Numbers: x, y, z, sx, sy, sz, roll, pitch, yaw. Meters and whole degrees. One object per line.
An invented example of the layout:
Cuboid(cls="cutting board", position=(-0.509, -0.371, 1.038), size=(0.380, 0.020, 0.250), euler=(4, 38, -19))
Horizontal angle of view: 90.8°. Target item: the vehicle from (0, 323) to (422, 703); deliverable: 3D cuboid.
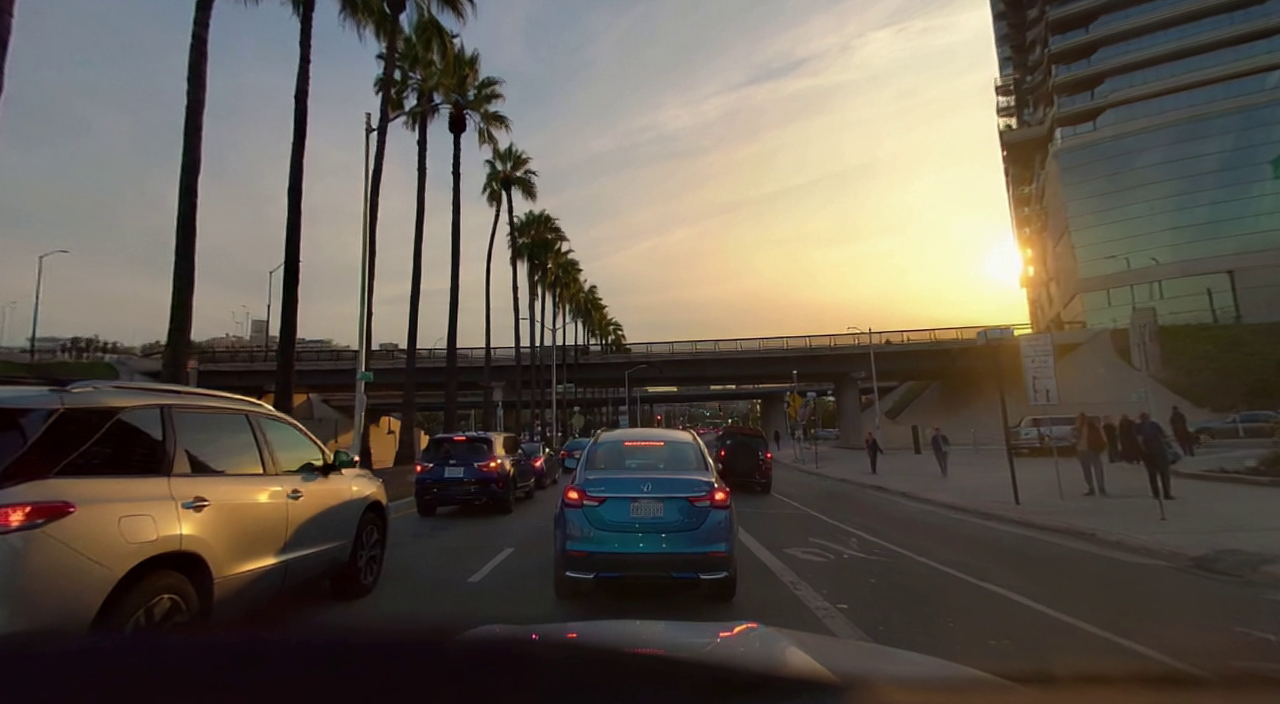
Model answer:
Cuboid(cls="vehicle", position=(-3.271, 1.066, 4.198), size=(2.014, 1.740, 4.359), euler=(0, -8, 1))

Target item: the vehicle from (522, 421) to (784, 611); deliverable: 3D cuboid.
Cuboid(cls="vehicle", position=(0.087, 1.589, 7.045), size=(2.036, 1.461, 4.129), euler=(0, -8, 0))

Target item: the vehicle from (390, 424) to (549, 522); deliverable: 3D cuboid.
Cuboid(cls="vehicle", position=(-3.185, 2.353, 12.766), size=(1.955, 1.637, 4.032), euler=(0, -8, 2))
